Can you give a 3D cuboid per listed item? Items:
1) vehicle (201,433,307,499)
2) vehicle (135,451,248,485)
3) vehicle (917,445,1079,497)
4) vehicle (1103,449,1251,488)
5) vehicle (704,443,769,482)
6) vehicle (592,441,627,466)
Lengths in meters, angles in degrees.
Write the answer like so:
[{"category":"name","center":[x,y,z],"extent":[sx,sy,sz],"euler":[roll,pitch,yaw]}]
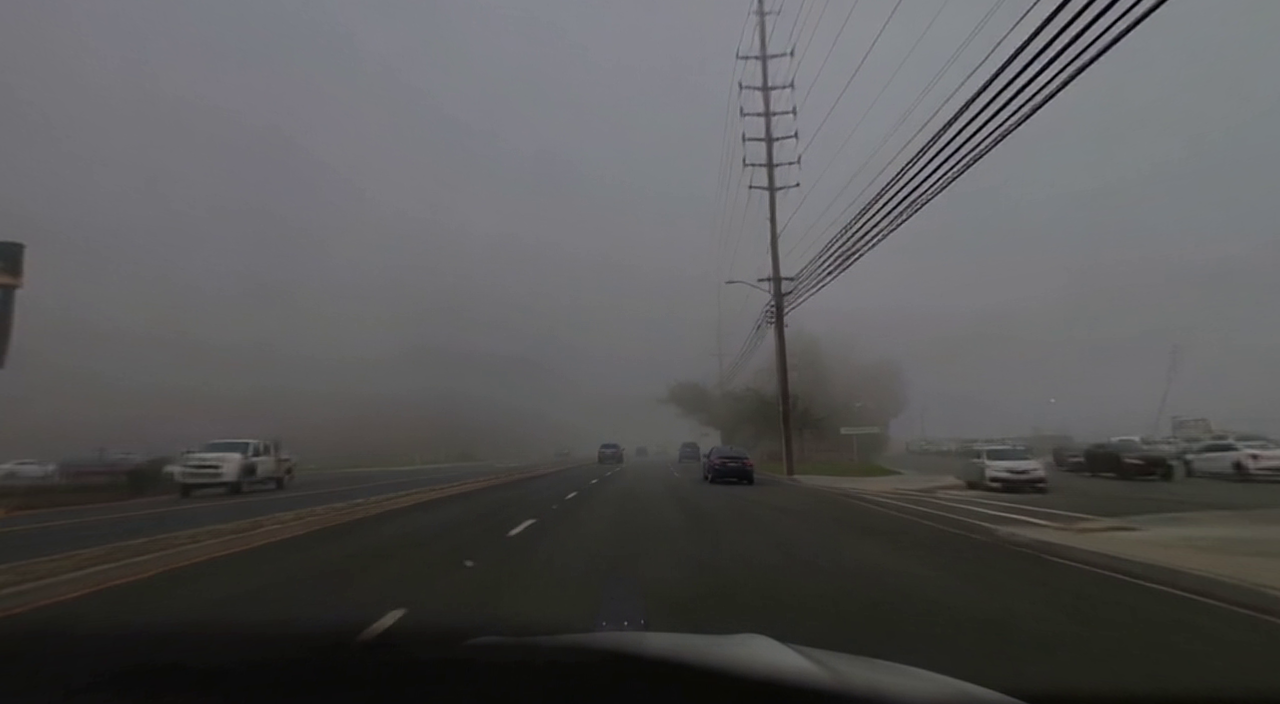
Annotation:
[{"category":"vehicle","center":[-12.989,3.814,21.624],"extent":[2.358,1.904,5.603],"euler":[4,-9,-25]},{"category":"vehicle","center":[-22.752,5.847,32.001],"extent":[4.739,1.607,2.045],"euler":[-3,-9,16]},{"category":"vehicle","center":[11.533,3.827,20.492],"extent":[4.144,1.540,1.913],"euler":[1,-7,-5]},{"category":"vehicle","center":[21.571,4.657,25.387],"extent":[4.779,1.429,1.844],"euler":[2,-9,-11]},{"category":"vehicle","center":[3.869,4.494,25.966],"extent":[1.978,1.455,4.195],"euler":[0,-9,0]},{"category":"vehicle","center":[-2.073,7.087,44.144],"extent":[2.047,1.664,4.148],"euler":[0,-9,2]}]
